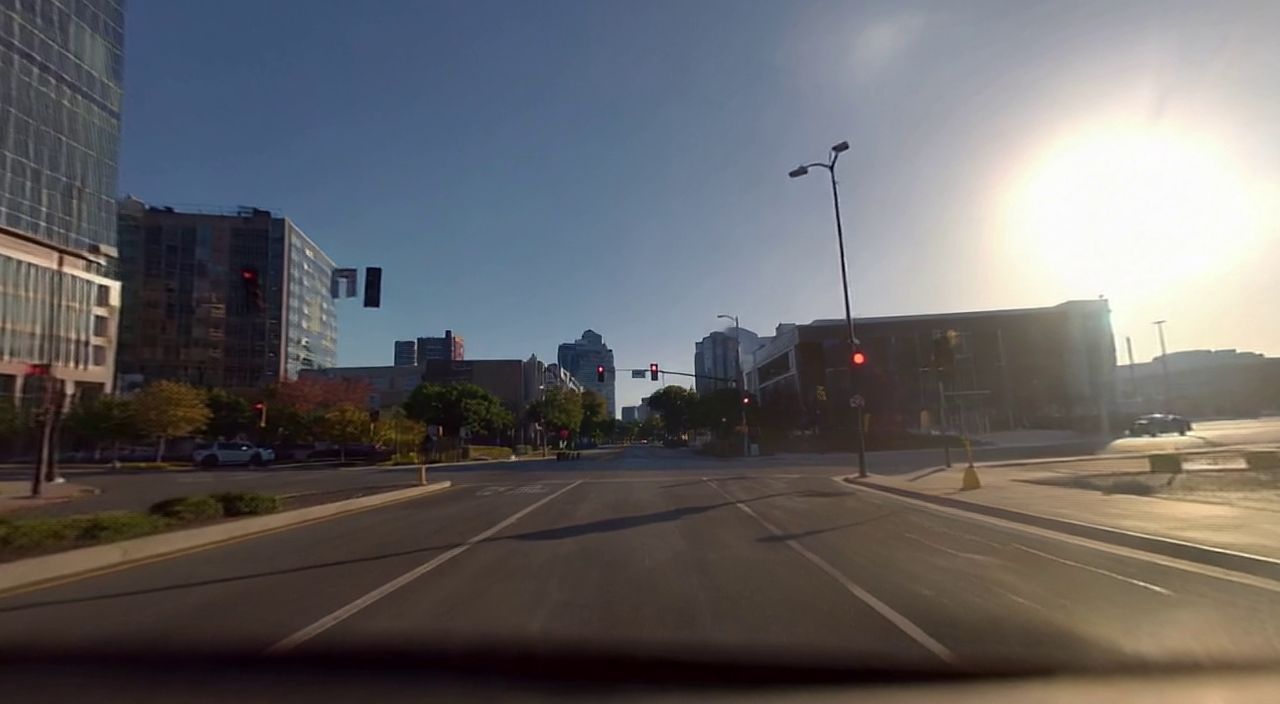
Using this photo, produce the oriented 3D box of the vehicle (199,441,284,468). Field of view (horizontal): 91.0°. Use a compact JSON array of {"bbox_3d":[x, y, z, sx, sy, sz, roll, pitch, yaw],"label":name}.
[{"bbox_3d":[-27.947,7.177,44.295,4.603,1.666,1.972,-2,-7,-5],"label":"vehicle"}]
